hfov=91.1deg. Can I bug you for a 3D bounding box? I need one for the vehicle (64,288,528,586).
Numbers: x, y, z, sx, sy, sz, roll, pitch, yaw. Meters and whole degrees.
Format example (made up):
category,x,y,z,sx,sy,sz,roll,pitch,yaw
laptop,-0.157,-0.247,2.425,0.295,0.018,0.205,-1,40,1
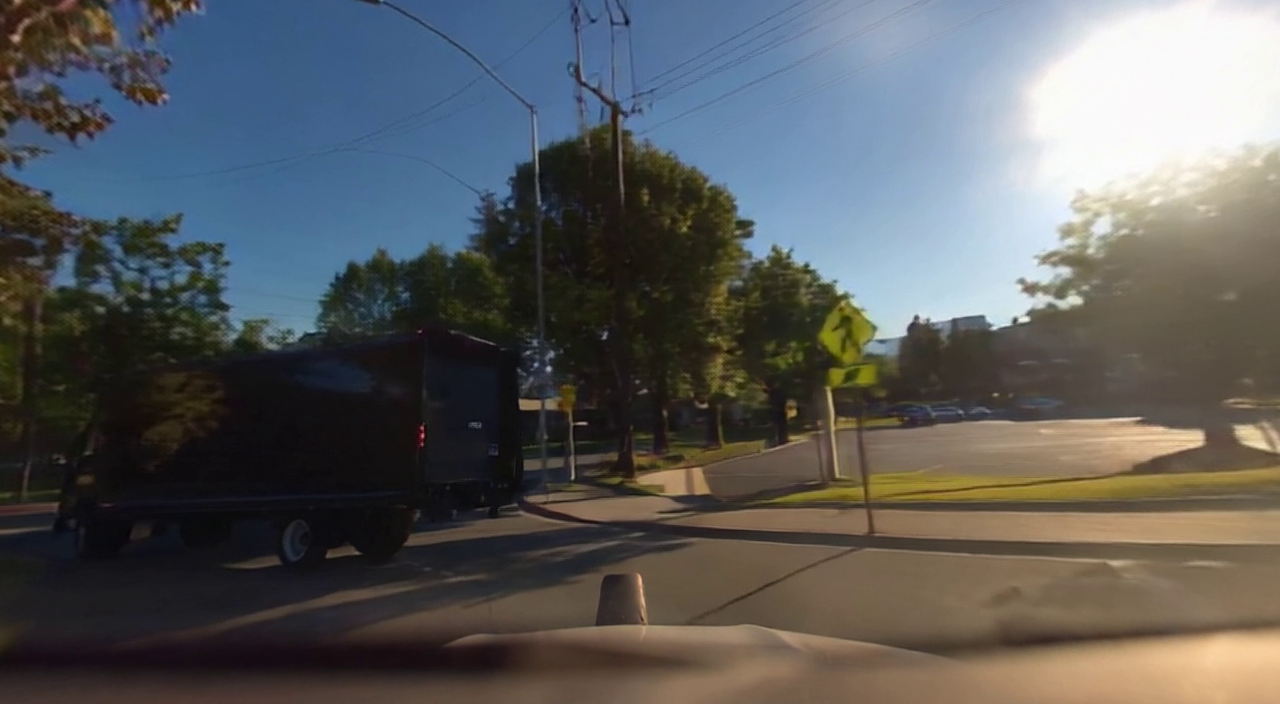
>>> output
category,x,y,z,sx,sy,sz,roll,pitch,yaw
vehicle,-6.499,1.458,10.959,9.680,3.326,2.838,-6,-10,34
